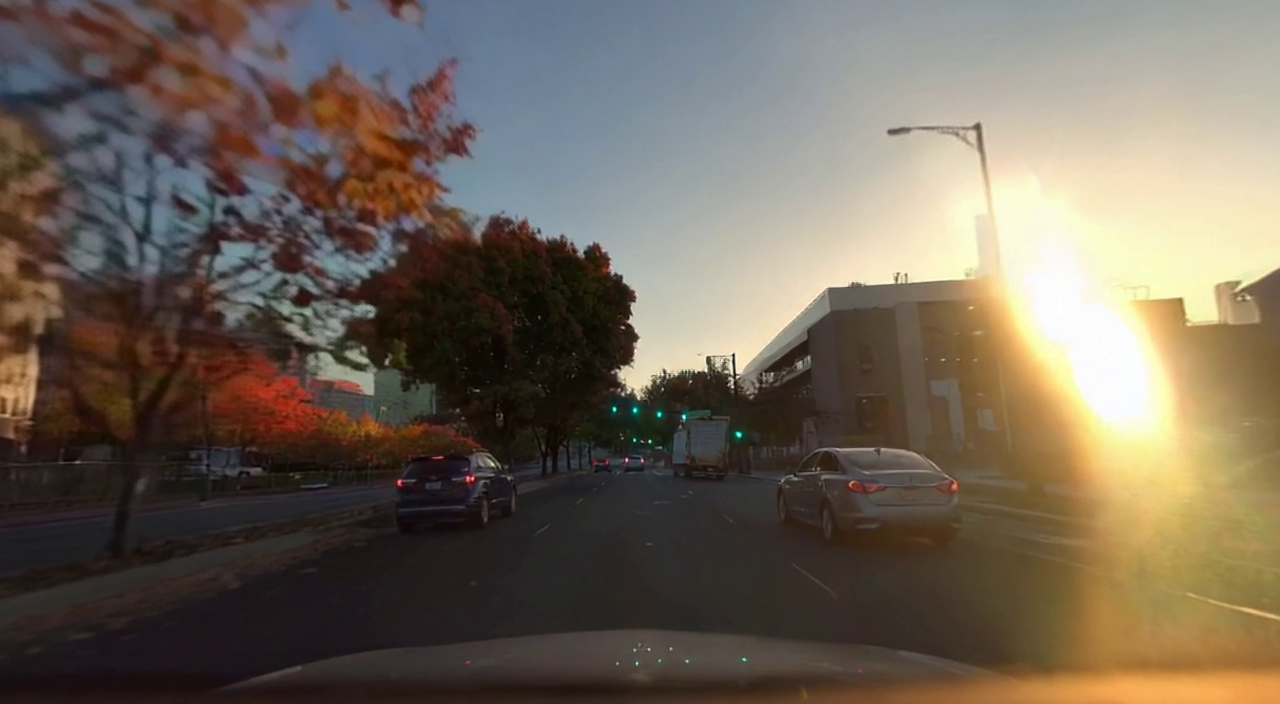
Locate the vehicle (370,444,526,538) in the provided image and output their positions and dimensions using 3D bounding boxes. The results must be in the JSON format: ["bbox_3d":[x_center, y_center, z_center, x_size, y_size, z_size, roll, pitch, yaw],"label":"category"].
[{"bbox_3d":[-3.635,2.677,12.856,1.751,1.540,4.481,-1,-9,1],"label":"vehicle"}]

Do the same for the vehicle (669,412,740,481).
[{"bbox_3d":[3.767,5.940,39.724,3.003,3.680,10.684,0,-9,-2],"label":"vehicle"}]

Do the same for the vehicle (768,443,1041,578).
[{"bbox_3d":[3.402,2.109,9.415,1.915,1.449,4.970,0,-9,0],"label":"vehicle"}]

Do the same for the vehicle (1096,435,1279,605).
[{"bbox_3d":[7.093,1.558,5.792,2.035,1.595,4.984,0,-8,0],"label":"vehicle"}]
